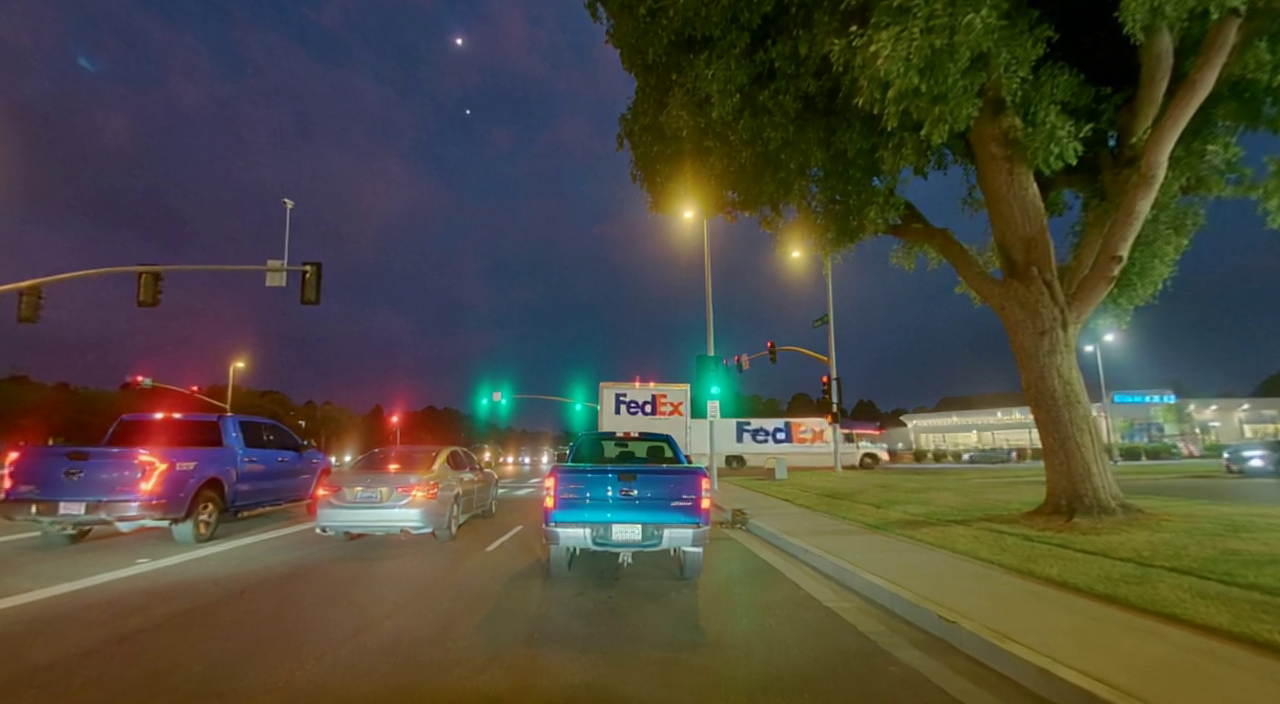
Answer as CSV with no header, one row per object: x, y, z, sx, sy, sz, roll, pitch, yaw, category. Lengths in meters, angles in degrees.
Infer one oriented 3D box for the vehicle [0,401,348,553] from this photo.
-7.292,1.985,10.720,2.125,1.893,5.498,0,-9,-2,vehicle

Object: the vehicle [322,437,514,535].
-3.867,2.400,11.926,1.949,1.487,4.390,0,-9,1,vehicle

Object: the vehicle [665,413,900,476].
8.065,5.433,37.013,12.889,3.380,3.345,-1,-9,9,vehicle

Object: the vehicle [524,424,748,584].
-0.037,1.786,8.239,2.145,1.513,4.269,0,-9,0,vehicle
